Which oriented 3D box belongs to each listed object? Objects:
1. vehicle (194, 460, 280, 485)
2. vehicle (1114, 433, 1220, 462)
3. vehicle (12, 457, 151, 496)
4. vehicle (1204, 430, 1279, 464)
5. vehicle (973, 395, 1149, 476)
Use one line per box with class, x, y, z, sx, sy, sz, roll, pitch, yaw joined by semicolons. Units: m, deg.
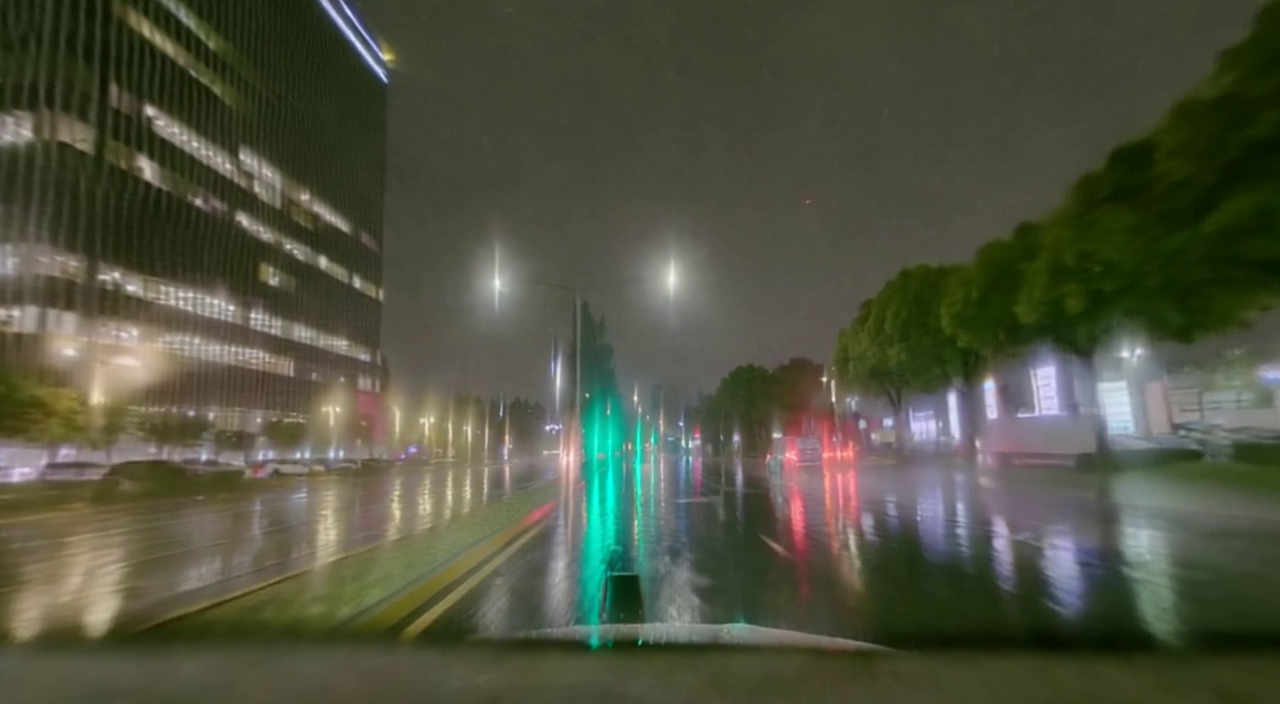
vehicle;-27.538;8.208;43.292;4.633;1.454;1.909;7;-11;-41
vehicle;31.843;5.816;38.274;4.505;1.450;2.051;-3;-10;-2
vehicle;-27.717;6.167;31.621;4.879;1.724;2.086;6;-10;-34
vehicle;31.780;4.858;32.363;3.891;1.708;1.847;0;-9;-1
vehicle;19.427;4.133;30.057;2.630;3.176;8.459;-2;-10;2
